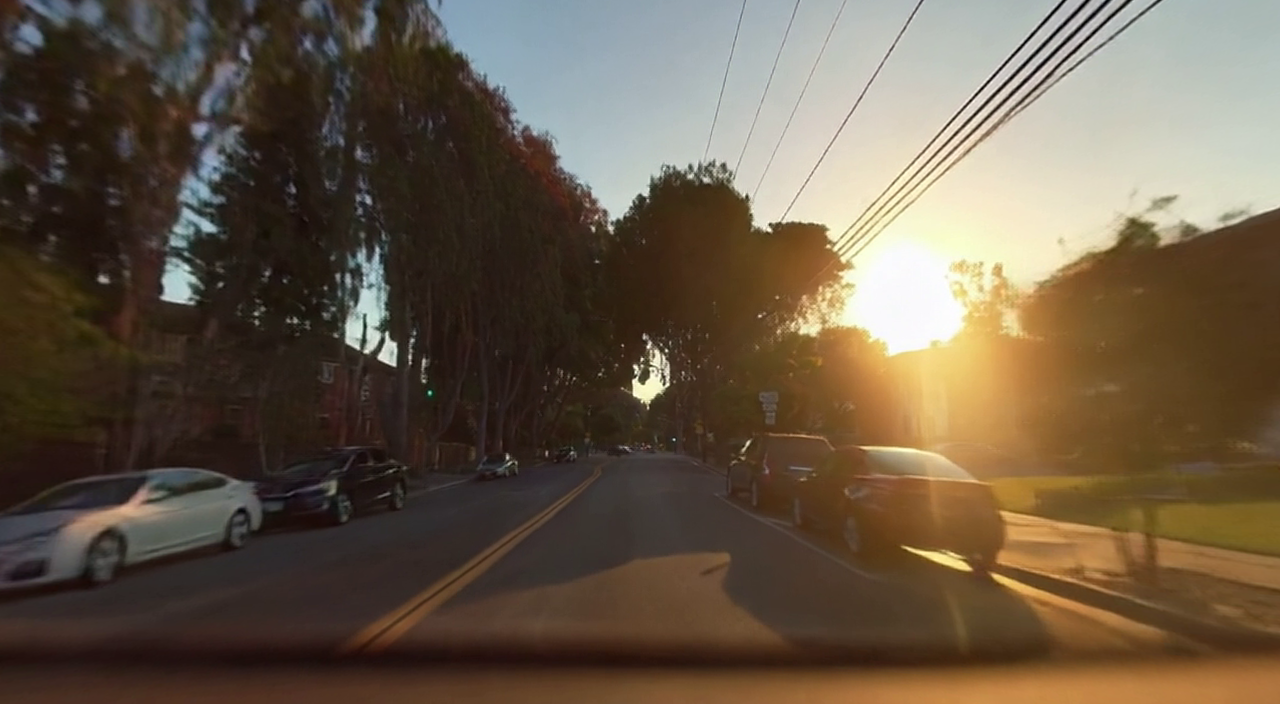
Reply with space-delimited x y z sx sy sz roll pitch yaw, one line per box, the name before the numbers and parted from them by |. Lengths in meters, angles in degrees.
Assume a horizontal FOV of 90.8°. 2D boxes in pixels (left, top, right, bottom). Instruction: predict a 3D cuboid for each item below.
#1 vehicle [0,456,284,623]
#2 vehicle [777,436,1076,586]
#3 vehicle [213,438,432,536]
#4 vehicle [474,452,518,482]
vehicle | -6.854 2.118 8.178 1.854 1.460 4.582 0 -9 0
vehicle | 3.311 1.899 8.441 1.869 1.453 4.237 0 -9 -2
vehicle | -6.795 2.917 14.507 2.151 1.789 5.482 0 -9 0
vehicle | -7.697 6.160 34.126 1.902 1.456 4.451 1 -9 -7
